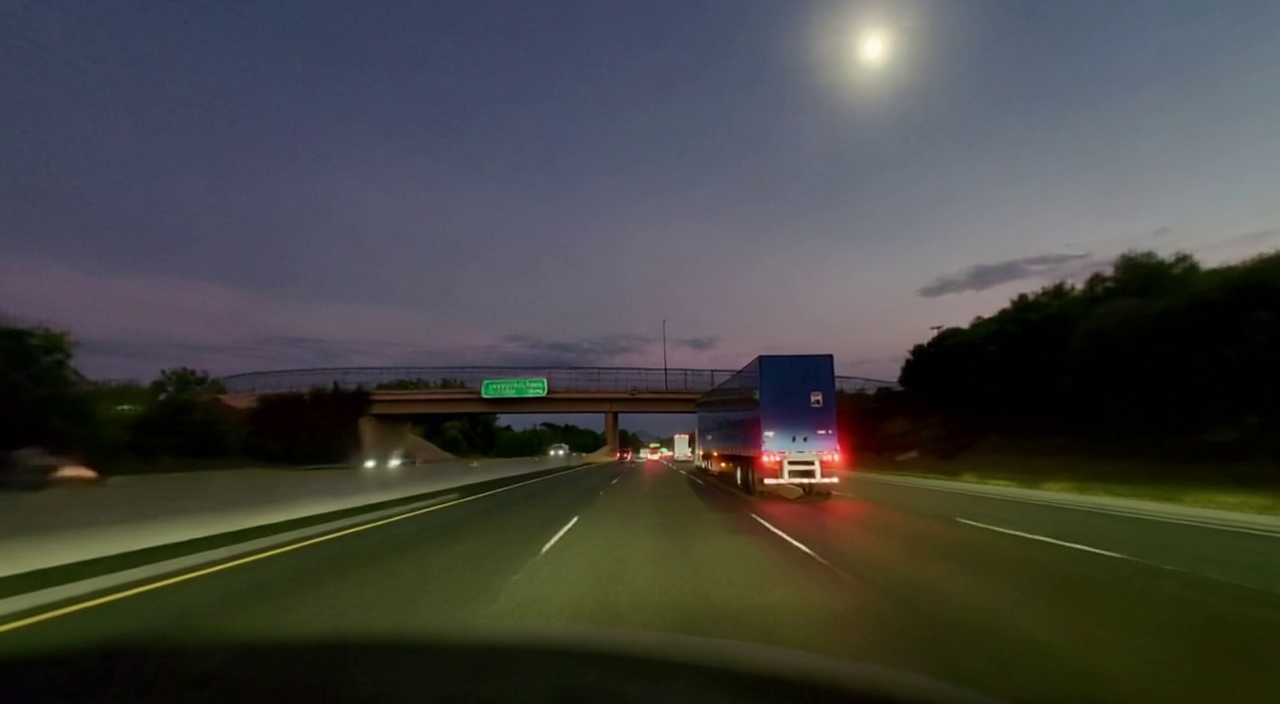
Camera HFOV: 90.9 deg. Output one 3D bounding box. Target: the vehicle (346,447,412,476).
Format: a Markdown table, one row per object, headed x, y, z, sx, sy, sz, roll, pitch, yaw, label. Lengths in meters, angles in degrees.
| x | y | z | sx | sy | sz | roll | pitch | yaw | label |
| --- | --- | --- | --- | --- | --- | --- | --- | --- | --- |
| -13.914 | 5.863 | 33.880 | 1.788 | 1.439 | 3.990 | 0 | -9 | 1 | vehicle |

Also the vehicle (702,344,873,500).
| x | y | z | sx | sy | sz | roll | pitch | yaw | label |
| --- | --- | --- | --- | --- | --- | --- | --- | --- | --- |
| 4.502 | 2.876 | 23.423 | 2.825 | 4.054 | 14.210 | 0 | -9 | 0 | vehicle |
